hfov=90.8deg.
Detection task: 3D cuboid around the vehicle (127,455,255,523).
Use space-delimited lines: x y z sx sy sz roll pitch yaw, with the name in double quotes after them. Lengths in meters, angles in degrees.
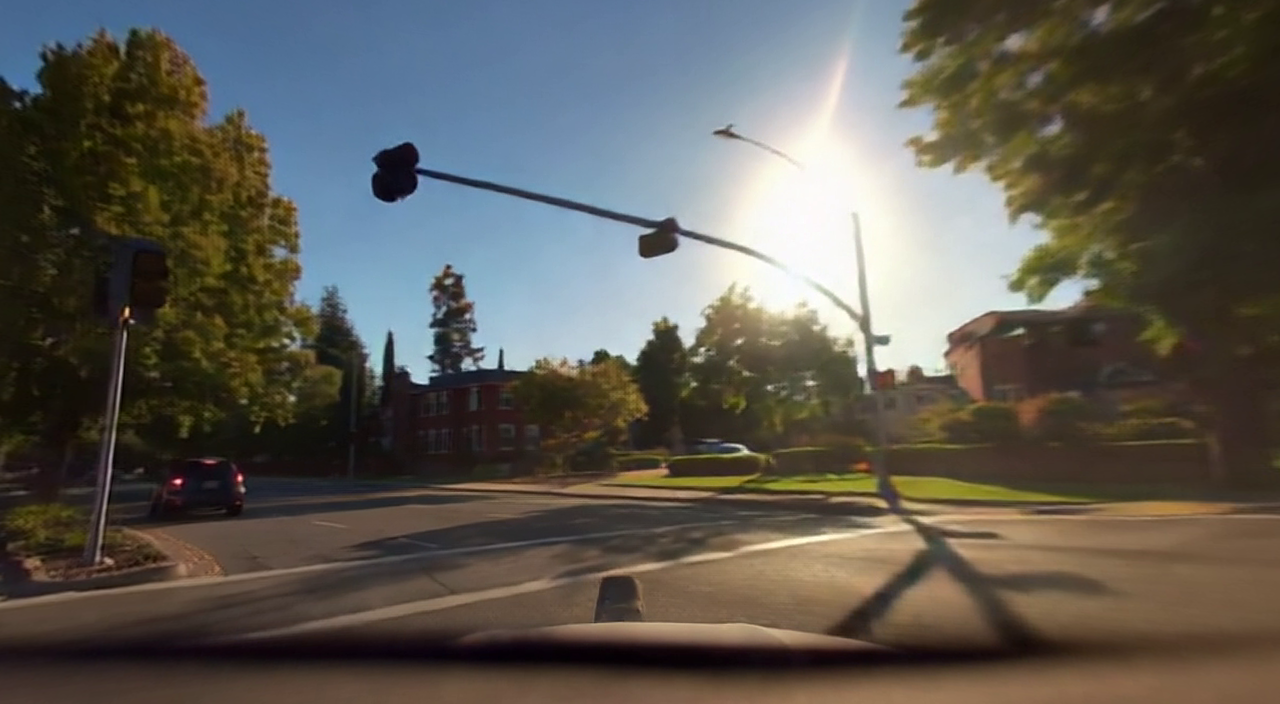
-12.733 3.749 17.829 4.247 1.591 2.093 -8 -12 44 "vehicle"
